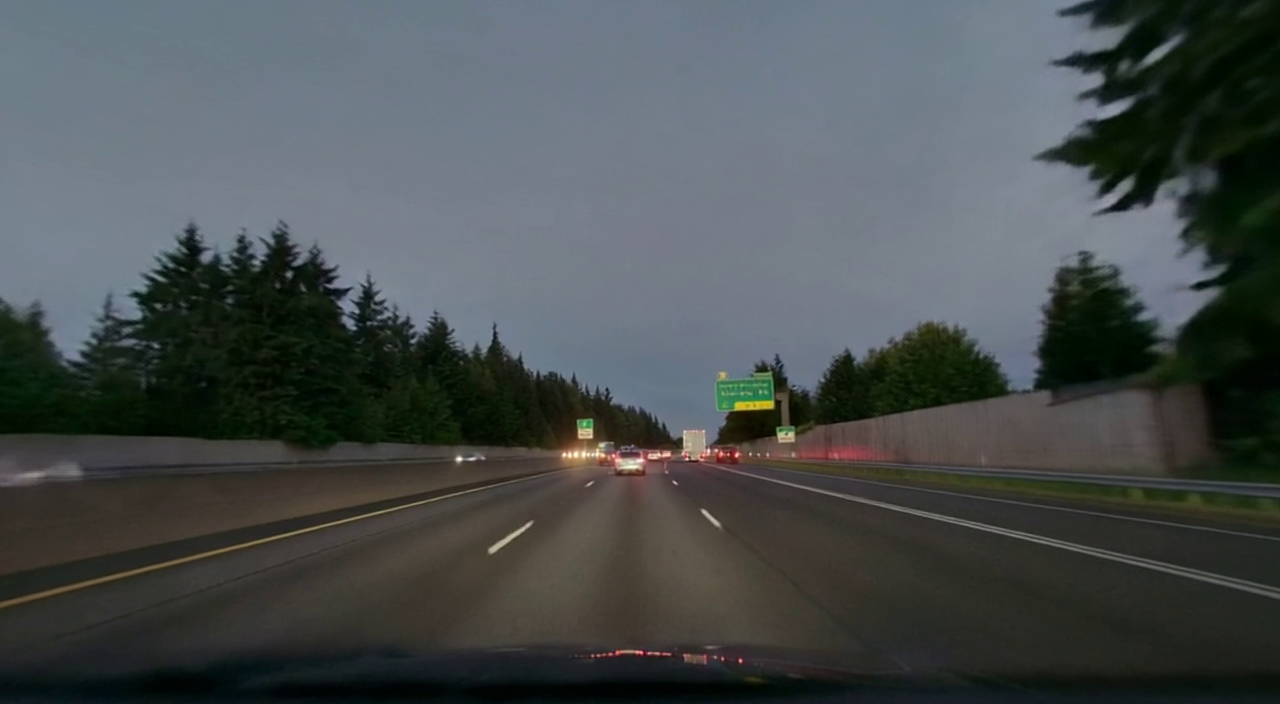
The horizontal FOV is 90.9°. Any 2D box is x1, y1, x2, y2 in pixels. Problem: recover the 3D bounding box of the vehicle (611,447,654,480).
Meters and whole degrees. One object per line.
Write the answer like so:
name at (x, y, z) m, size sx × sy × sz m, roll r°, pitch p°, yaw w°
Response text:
vehicle at (-0.333, 5.587, 31.872) m, size 2.035 × 1.513 × 4.272 m, roll 0°, pitch -9°, yaw 1°
